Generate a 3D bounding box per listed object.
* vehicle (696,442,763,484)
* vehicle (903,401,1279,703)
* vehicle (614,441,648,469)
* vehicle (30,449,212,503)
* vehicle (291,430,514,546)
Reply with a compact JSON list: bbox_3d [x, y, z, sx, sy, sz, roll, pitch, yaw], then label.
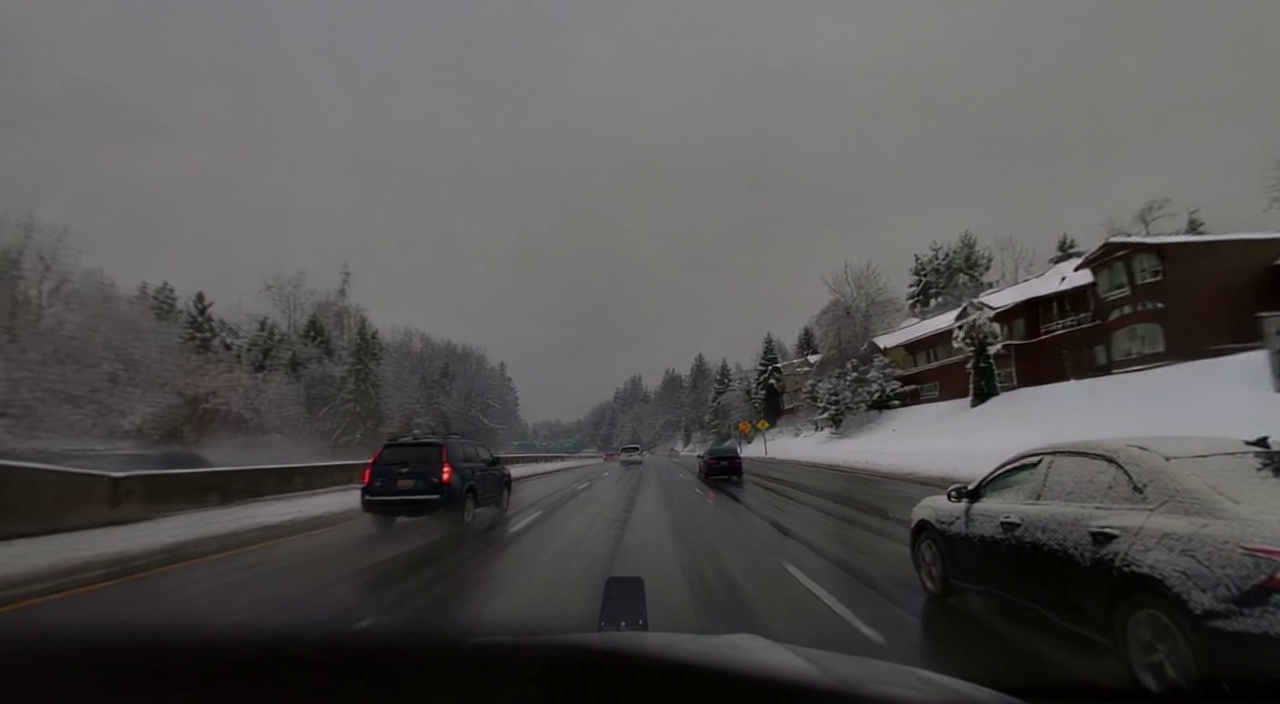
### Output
[{"bbox_3d":[3.268,4.137,23.801,1.854,1.438,3.954,0,-8,-1],"label":"vehicle"},{"bbox_3d":[3.637,1.195,4.190,1.912,1.509,4.291,0,-8,0],"label":"vehicle"},{"bbox_3d":[-0.635,6.932,42.523,2.183,1.764,4.134,0,-8,-1],"label":"vehicle"},{"bbox_3d":[-19.682,4.679,24.432,2.117,1.790,5.755,0,-8,1],"label":"vehicle"},{"bbox_3d":[-3.705,2.190,10.882,2.136,1.571,4.285,0,-8,1],"label":"vehicle"}]
